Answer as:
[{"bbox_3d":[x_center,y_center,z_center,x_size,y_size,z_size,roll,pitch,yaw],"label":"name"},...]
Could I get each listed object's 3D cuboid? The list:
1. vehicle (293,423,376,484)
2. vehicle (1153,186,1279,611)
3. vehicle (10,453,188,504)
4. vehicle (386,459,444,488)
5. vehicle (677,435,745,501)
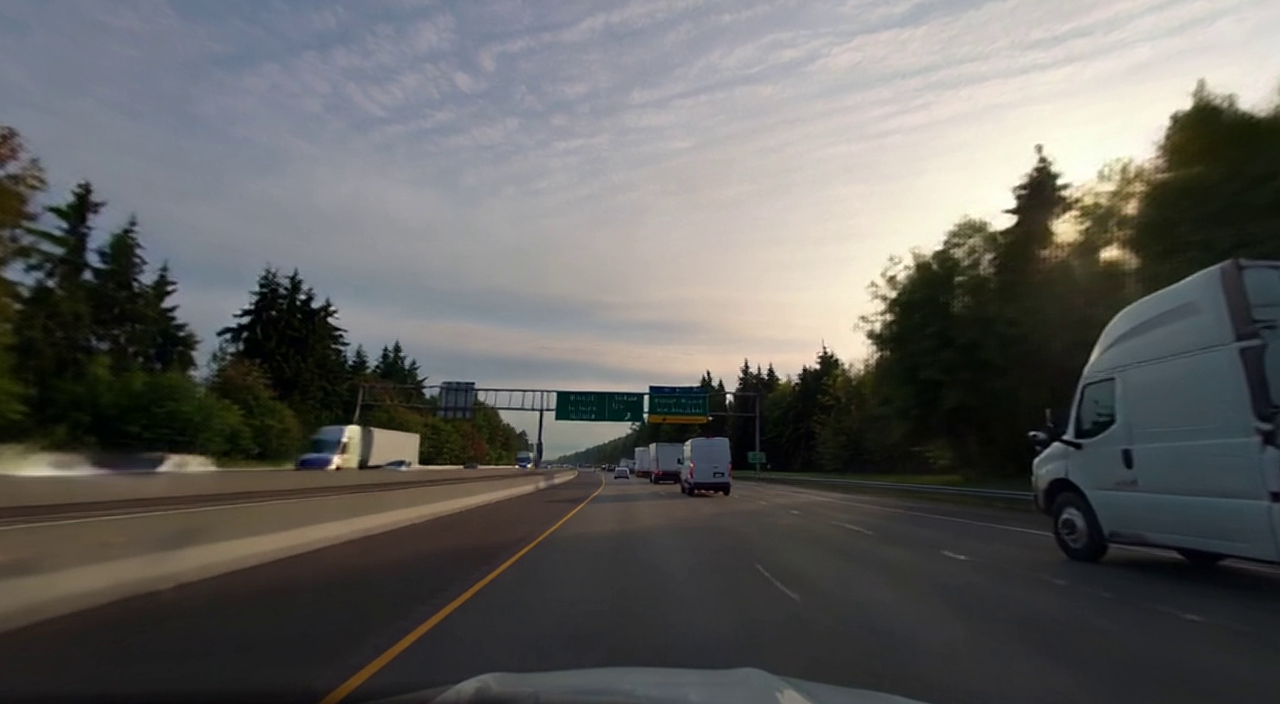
[{"bbox_3d":[-21.760,7.368,45.199,2.923,3.992,5.858,1,-10,-1],"label":"vehicle"},{"bbox_3d":[7.667,-0.613,0.268,2.866,4.102,14.351,1,-10,0],"label":"vehicle"},{"bbox_3d":[-17.531,4.136,20.714,1.875,1.453,4.480,1,-10,-1],"label":"vehicle"},{"bbox_3d":[-14.298,7.771,40.264,1.996,1.658,4.607,1,-10,0],"label":"vehicle"},{"bbox_3d":[3.033,5.204,28.223,2.291,2.639,5.280,1,-10,-2],"label":"vehicle"}]
